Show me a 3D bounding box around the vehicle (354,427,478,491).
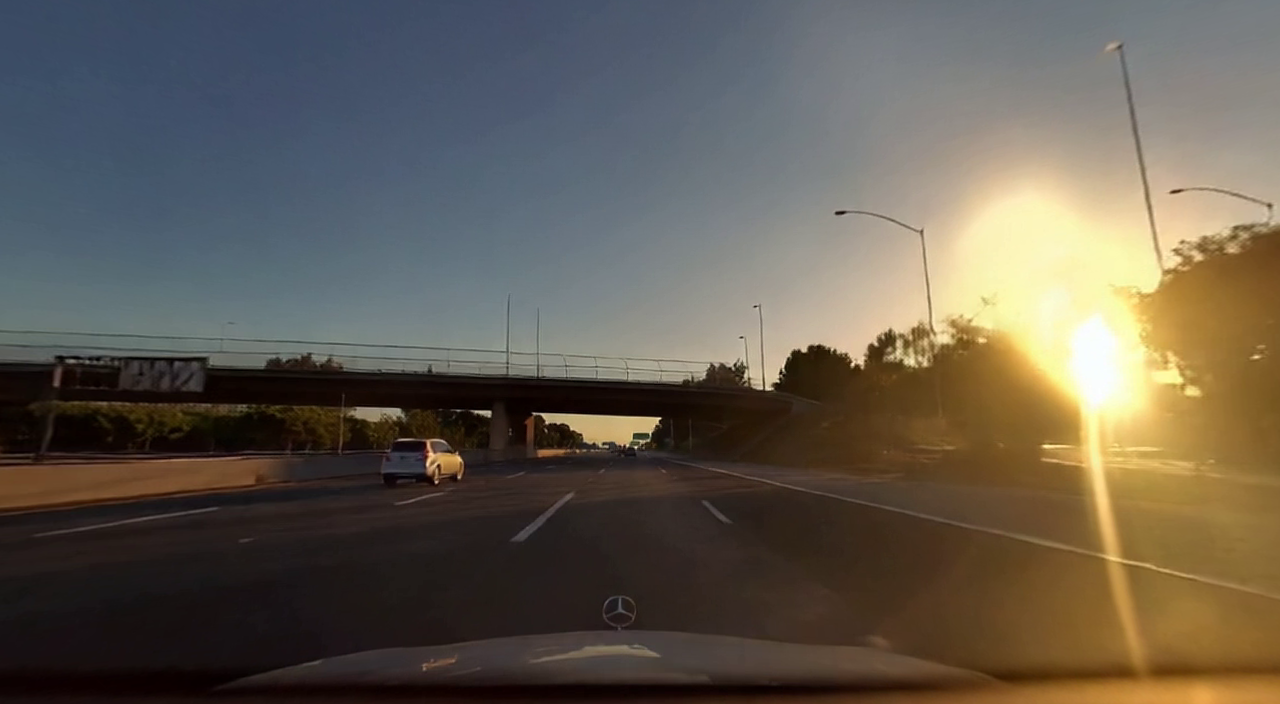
[{"bbox_3d":[-7.025,3.408,20.488,2.231,1.807,4.758,0,-8,0],"label":"vehicle"}]
